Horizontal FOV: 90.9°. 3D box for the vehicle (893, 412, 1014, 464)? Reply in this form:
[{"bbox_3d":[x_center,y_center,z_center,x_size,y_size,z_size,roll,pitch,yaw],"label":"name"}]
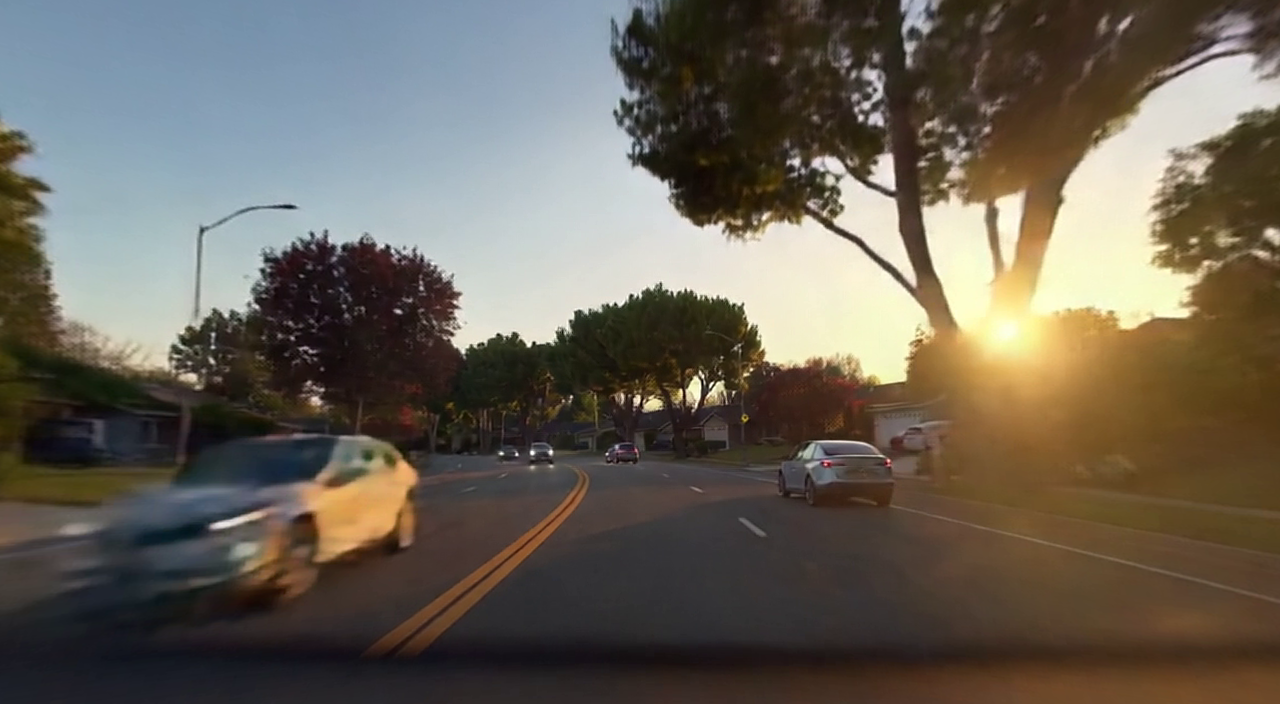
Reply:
[{"bbox_3d":[14.982,4.069,30.264,4.455,1.795,2.331,-7,-5,-8],"label":"vehicle"}]

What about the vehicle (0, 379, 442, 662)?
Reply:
[{"bbox_3d":[-3.618,1.334,6.035,2.081,1.721,4.228,0,-8,0],"label":"vehicle"}]

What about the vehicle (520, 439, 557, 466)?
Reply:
[{"bbox_3d":[-7.432,7.281,45.737,2.316,1.845,4.805,2,-9,-13],"label":"vehicle"}]

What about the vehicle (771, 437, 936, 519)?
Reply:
[{"bbox_3d":[4.412,2.646,13.836,1.934,1.506,4.282,0,-8,-3],"label":"vehicle"}]

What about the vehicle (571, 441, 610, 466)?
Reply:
[{"bbox_3d":[-3.623,7.216,45.129,2.106,1.667,4.367,2,-9,-14],"label":"vehicle"}]
